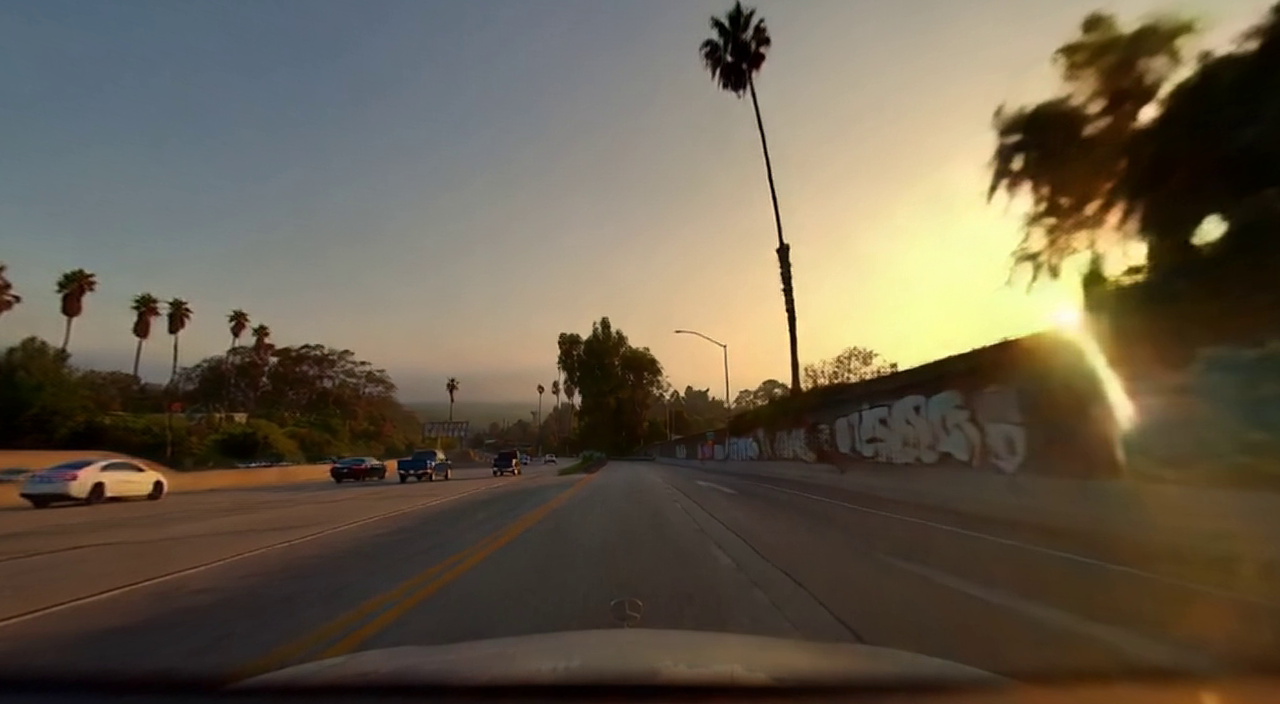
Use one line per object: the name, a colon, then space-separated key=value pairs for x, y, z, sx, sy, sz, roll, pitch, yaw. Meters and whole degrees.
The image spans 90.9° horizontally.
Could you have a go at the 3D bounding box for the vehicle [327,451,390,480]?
vehicle: x=-18.799 y=7.583 z=42.400 sx=2.078 sy=1.802 sz=4.723 roll=0 pitch=-9 yaw=-1

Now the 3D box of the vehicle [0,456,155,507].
vehicle: x=-22.803 y=5.143 z=25.596 sx=2.158 sy=1.795 sz=5.013 roll=0 pitch=-9 yaw=0

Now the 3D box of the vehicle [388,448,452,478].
vehicle: x=-14.928 y=7.563 z=43.235 sx=2.272 sy=1.882 sz=5.941 roll=0 pitch=-9 yaw=-1
